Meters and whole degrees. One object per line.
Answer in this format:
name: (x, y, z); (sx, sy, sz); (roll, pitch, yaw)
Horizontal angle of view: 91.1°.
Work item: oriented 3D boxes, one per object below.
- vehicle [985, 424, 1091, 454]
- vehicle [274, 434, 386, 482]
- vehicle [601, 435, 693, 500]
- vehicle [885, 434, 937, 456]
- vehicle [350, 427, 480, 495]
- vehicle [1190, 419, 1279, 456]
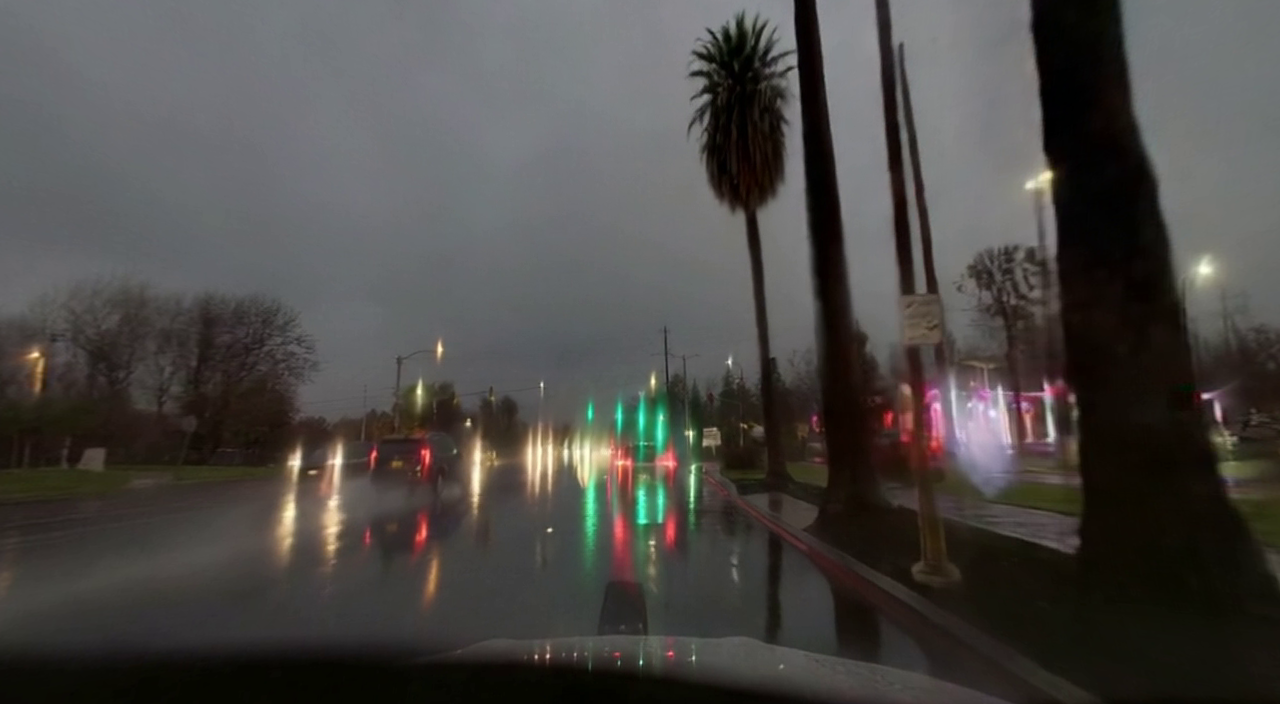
vehicle: (26.413, 5.762, 41.688); (5.769, 1.925, 2.364); (1, -8, -11)
vehicle: (-13.084, 4.487, 26.980); (2.128, 1.818, 5.441); (0, -8, -1)
vehicle: (0.192, 3.026, 16.912); (2.145, 1.483, 4.453); (0, -8, 1)
vehicle: (20.242, 6.942, 46.837); (1.952, 1.501, 4.471); (-8, -12, 44)
vehicle: (-6.316, 3.113, 18.254); (2.057, 1.705, 4.394); (0, -8, 1)
vehicle: (29.219, 4.056, 29.687); (4.445, 1.664, 1.878); (0, -9, 3)
